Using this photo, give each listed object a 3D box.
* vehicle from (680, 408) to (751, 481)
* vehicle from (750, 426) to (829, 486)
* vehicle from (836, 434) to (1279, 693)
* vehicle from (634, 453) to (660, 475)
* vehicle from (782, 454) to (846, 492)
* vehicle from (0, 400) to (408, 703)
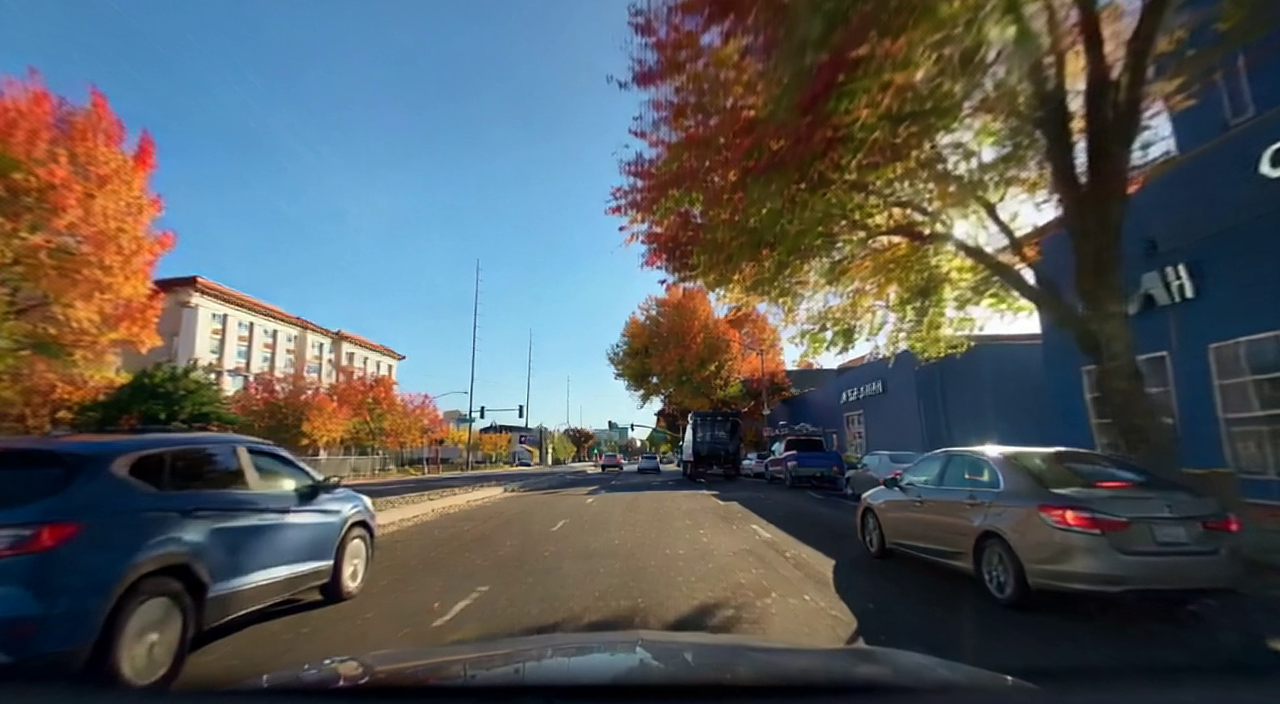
[{"bbox_3d":[4.165,5.521,37.405,3.003,3.680,10.684,0,-9,1],"label":"vehicle"},{"bbox_3d":[7.325,5.182,31.502,2.483,2.707,5.496,0,-9,-1],"label":"vehicle"},{"bbox_3d":[3.699,1.588,6.139,1.915,1.449,4.970,0,-9,-1],"label":"vehicle"},{"bbox_3d":[0.546,8.376,47.337,1.846,1.528,4.348,0,-9,1],"label":"vehicle"},{"bbox_3d":[7.294,5.080,26.636,1.902,1.430,3.041,-1,-9,2],"label":"vehicle"},{"bbox_3d":[-3.496,1.295,4.669,1.751,1.540,4.481,0,-9,1],"label":"vehicle"}]
